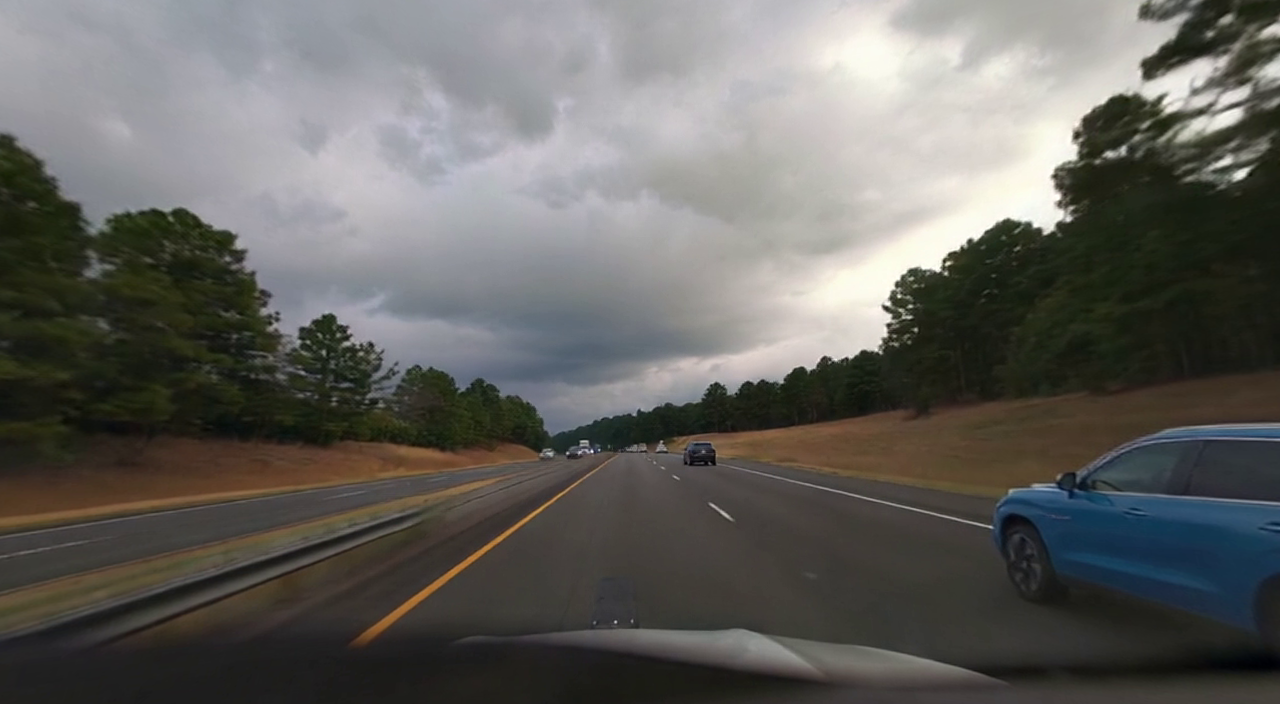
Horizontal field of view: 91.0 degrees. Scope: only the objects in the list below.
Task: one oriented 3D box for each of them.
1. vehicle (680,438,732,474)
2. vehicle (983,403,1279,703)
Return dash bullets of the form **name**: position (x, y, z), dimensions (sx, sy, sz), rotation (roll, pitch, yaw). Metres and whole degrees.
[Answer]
- **vehicle**: position (3.282, 5.227, 31.981), dimensions (2.043, 1.673, 4.016), rotation (0, -8, -3)
- **vehicle**: position (3.873, 1.006, 3.007), dimensions (1.999, 1.501, 4.221), rotation (0, -8, -1)
